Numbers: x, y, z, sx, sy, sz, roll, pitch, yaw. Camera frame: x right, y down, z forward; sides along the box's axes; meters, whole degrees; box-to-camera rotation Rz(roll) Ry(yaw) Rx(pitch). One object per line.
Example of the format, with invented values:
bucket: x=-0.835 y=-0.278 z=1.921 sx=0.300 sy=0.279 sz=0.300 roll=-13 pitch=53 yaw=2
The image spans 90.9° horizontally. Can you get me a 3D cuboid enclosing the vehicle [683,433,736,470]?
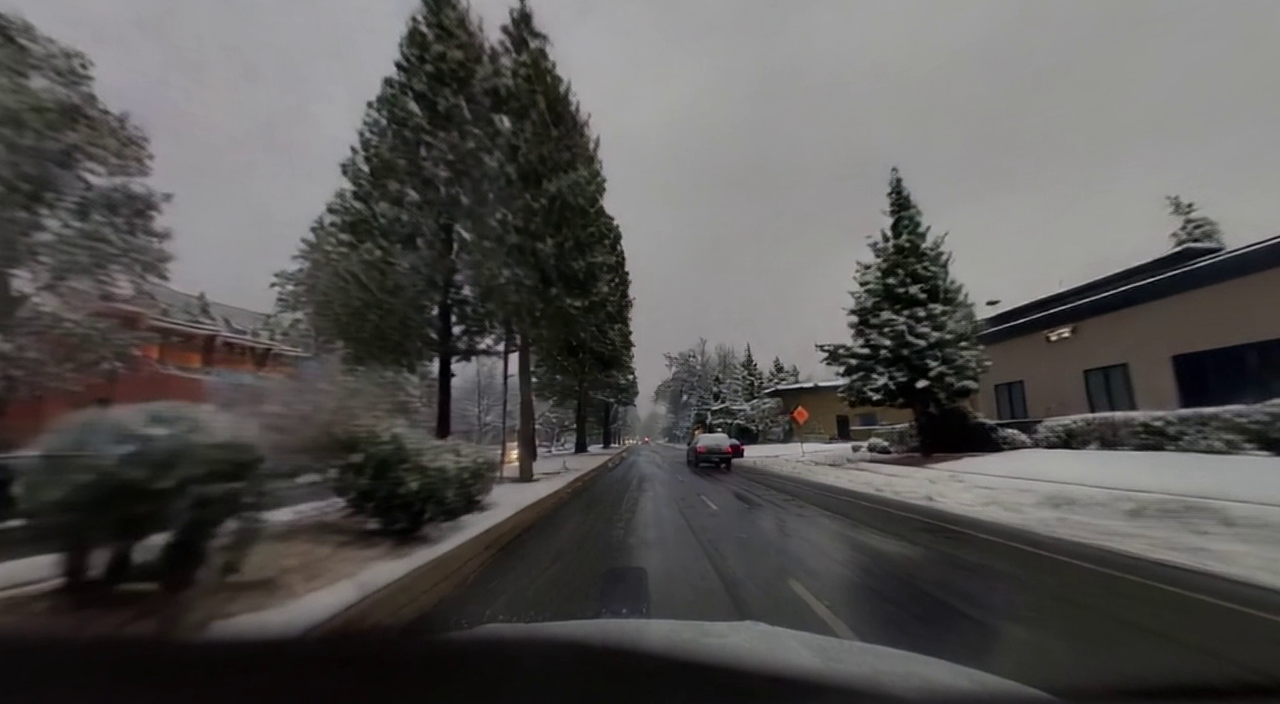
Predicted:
vehicle: x=3.499 y=5.080 z=32.438 sx=2.143 sy=1.759 sz=4.378 roll=0 pitch=-8 yaw=-1
